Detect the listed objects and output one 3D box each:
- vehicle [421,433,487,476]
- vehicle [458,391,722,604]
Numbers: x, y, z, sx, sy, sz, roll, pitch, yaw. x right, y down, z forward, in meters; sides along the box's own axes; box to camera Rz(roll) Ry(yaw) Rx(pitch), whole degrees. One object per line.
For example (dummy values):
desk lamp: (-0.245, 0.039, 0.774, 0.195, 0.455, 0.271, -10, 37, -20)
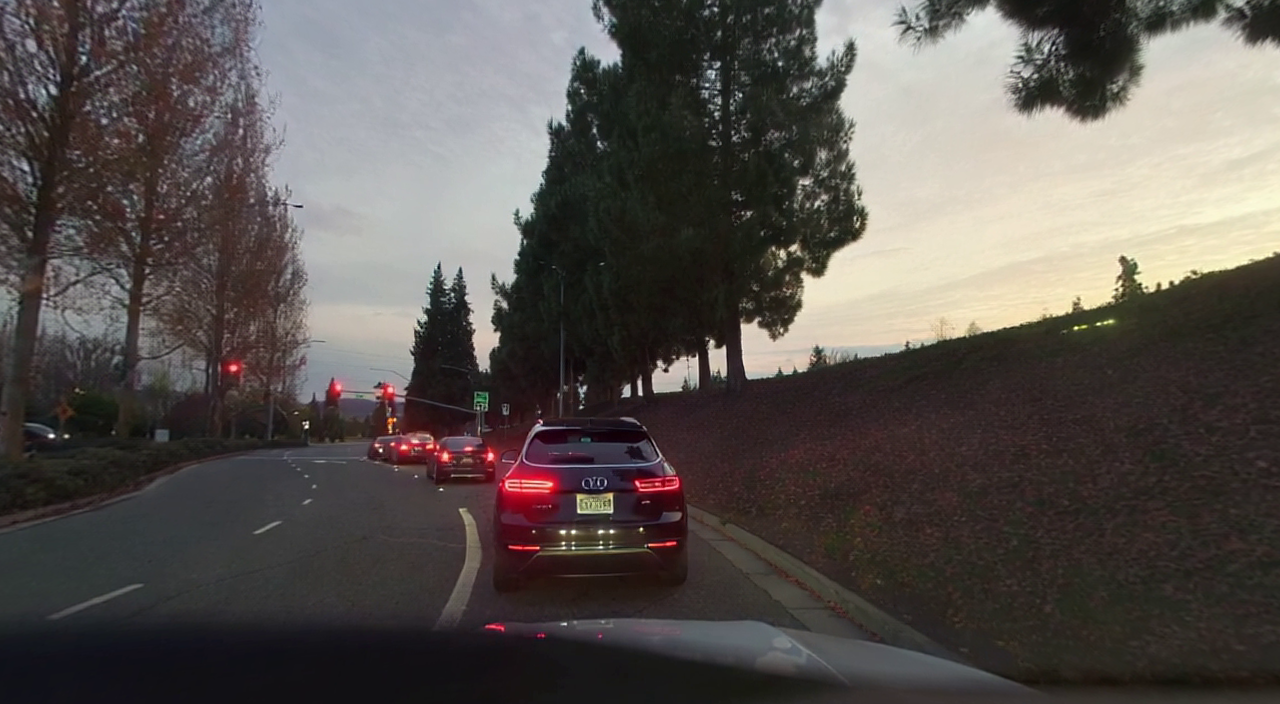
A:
vehicle: (-7.307, 3.949, 24.504, 1.902, 1.536, 3.662, 4, -9, -24)
vehicle: (-0.687, 1.460, 7.219, 2.134, 1.671, 4.147, 1, -8, -9)
